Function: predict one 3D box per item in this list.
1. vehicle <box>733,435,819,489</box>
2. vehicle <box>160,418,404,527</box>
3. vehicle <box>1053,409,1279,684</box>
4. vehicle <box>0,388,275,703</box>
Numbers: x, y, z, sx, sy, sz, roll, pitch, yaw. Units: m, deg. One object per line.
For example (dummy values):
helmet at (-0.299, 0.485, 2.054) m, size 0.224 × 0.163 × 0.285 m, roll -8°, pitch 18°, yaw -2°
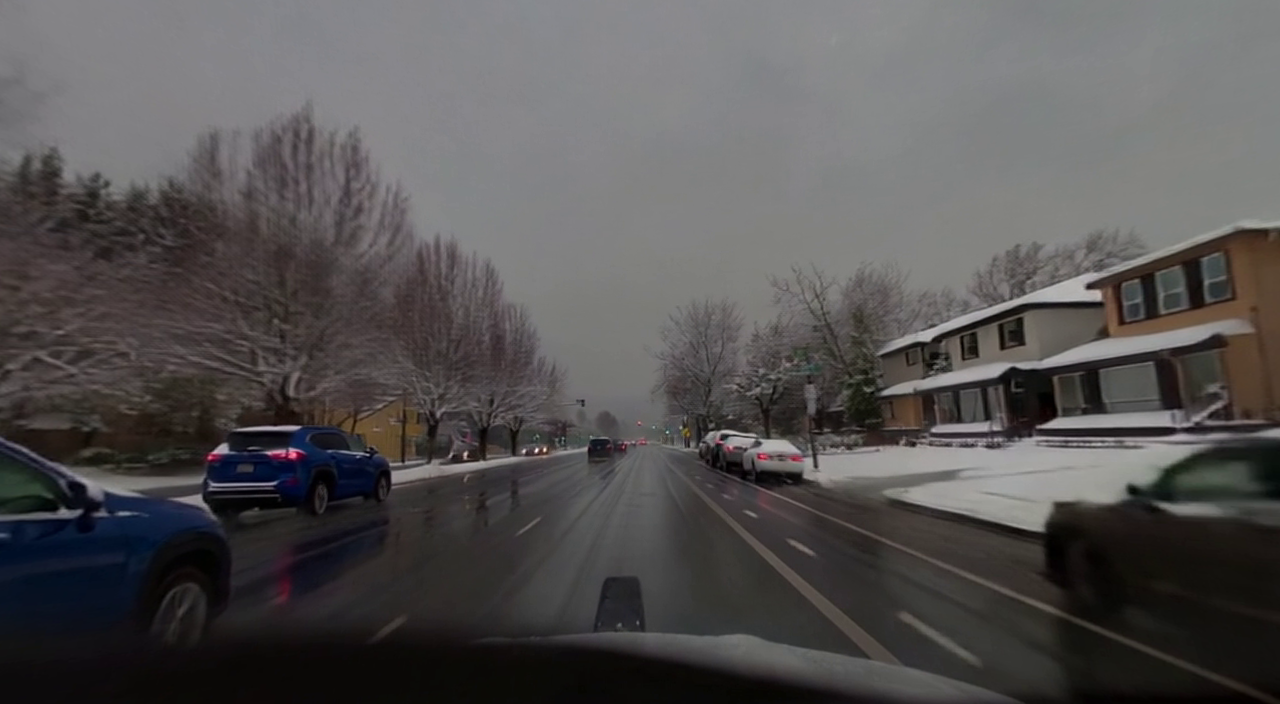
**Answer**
vehicle at (4.654, 3.815, 22.206) m, size 1.950 × 1.668 × 4.414 m, roll 1°, pitch -8°, yaw -1°
vehicle at (-6.540, 2.242, 12.299) m, size 2.034 × 1.711 × 4.512 m, roll 0°, pitch -8°, yaw 1°
vehicle at (4.753, 1.117, 3.446) m, size 1.934 × 1.612 × 4.477 m, roll 0°, pitch -8°, yaw 0°
vehicle at (-3.169, 0.755, 1.407) m, size 1.982 × 1.478 × 4.465 m, roll 0°, pitch -8°, yaw 0°
